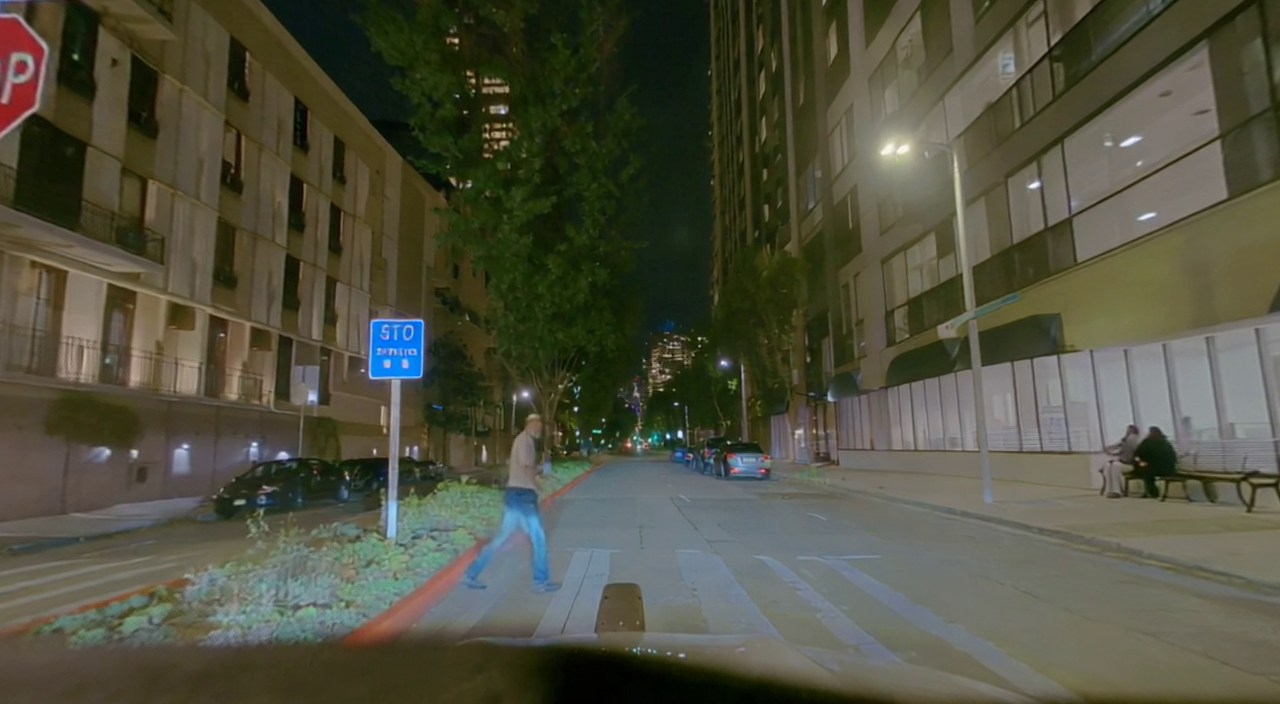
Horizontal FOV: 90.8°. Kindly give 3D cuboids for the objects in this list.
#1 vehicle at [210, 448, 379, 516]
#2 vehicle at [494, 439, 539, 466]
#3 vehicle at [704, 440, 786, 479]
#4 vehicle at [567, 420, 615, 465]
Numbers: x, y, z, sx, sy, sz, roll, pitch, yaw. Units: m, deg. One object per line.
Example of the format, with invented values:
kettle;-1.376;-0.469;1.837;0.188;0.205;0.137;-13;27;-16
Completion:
vehicle;-8.799;3.305;16.638;2.007;1.503;4.343;0;-8;-1
vehicle;-8.853;7.253;45.733;2.256;1.802;4.333;0;-8;2
vehicle;4.590;4.565;27.113;1.858;1.491;4.329;-5;-10;33
vehicle;-2.994;5.767;40.218;2.317;2.596;6.053;0;-8;3
